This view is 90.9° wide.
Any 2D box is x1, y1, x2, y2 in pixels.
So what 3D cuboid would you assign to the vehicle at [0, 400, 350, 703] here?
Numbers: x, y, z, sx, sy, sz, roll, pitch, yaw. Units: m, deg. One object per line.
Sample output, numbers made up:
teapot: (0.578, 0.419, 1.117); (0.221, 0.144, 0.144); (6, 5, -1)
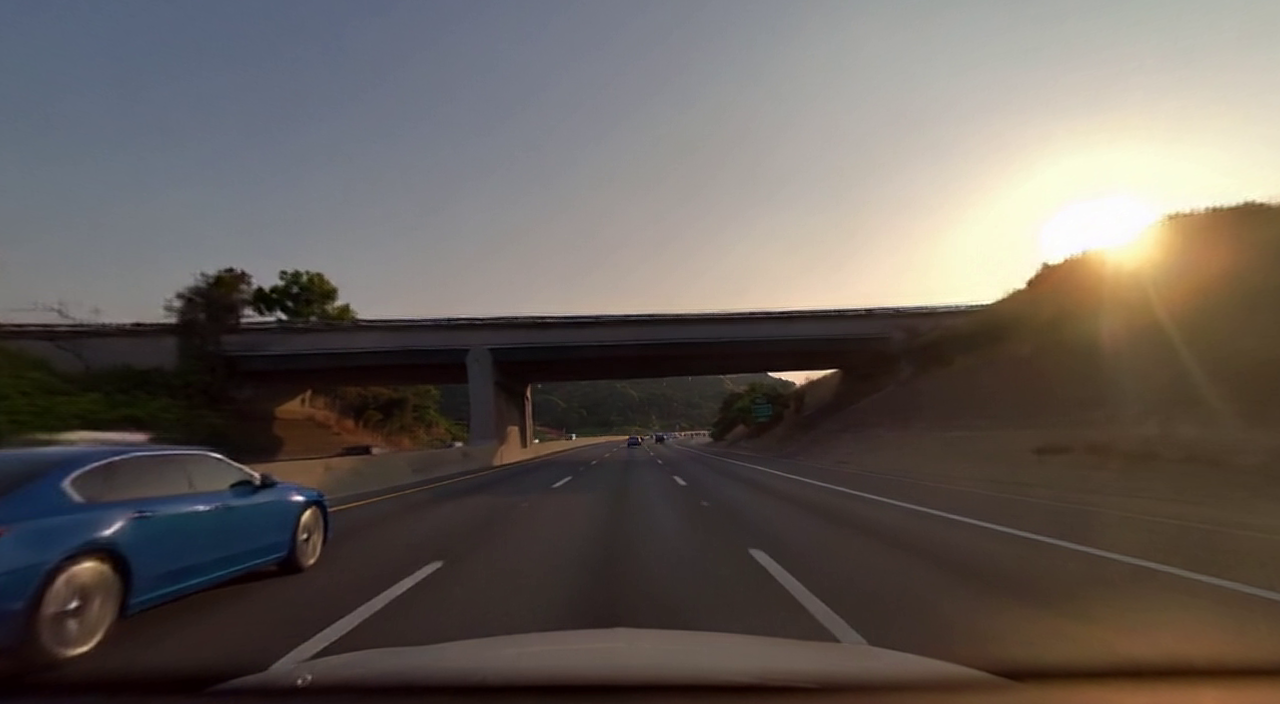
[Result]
vehicle: (-4.009, 1.169, 4.462); (1.981, 1.475, 4.084); (0, -8, 0)
